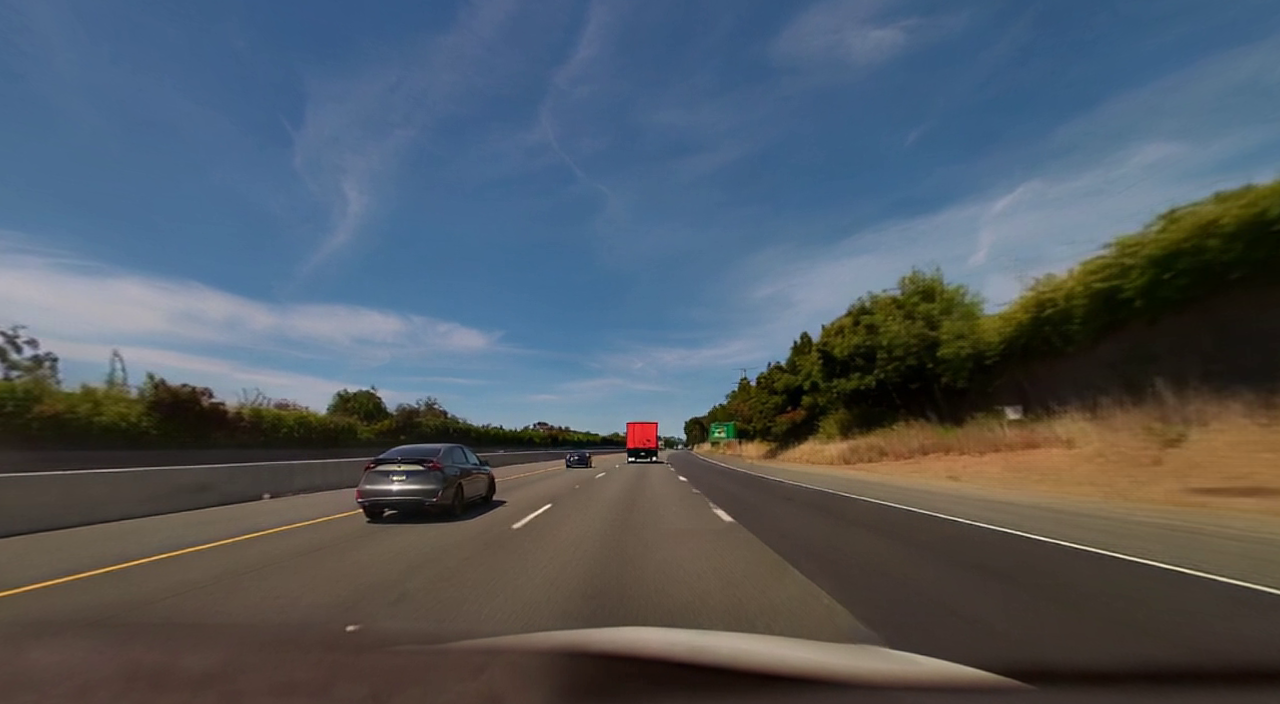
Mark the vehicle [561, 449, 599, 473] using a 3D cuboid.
[{"bbox_3d":[-3.757,6.908,40.221,1.981,1.435,4.199,0,-9,1],"label":"vehicle"}]

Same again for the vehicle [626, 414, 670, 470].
[{"bbox_3d":[0.527,6.573,45.683,2.893,3.628,9.081,0,-9,0],"label":"vehicle"}]

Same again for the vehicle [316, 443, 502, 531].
[{"bbox_3d":[-4.369,2.610,12.809,2.010,1.461,4.391,0,-9,1],"label":"vehicle"}]
